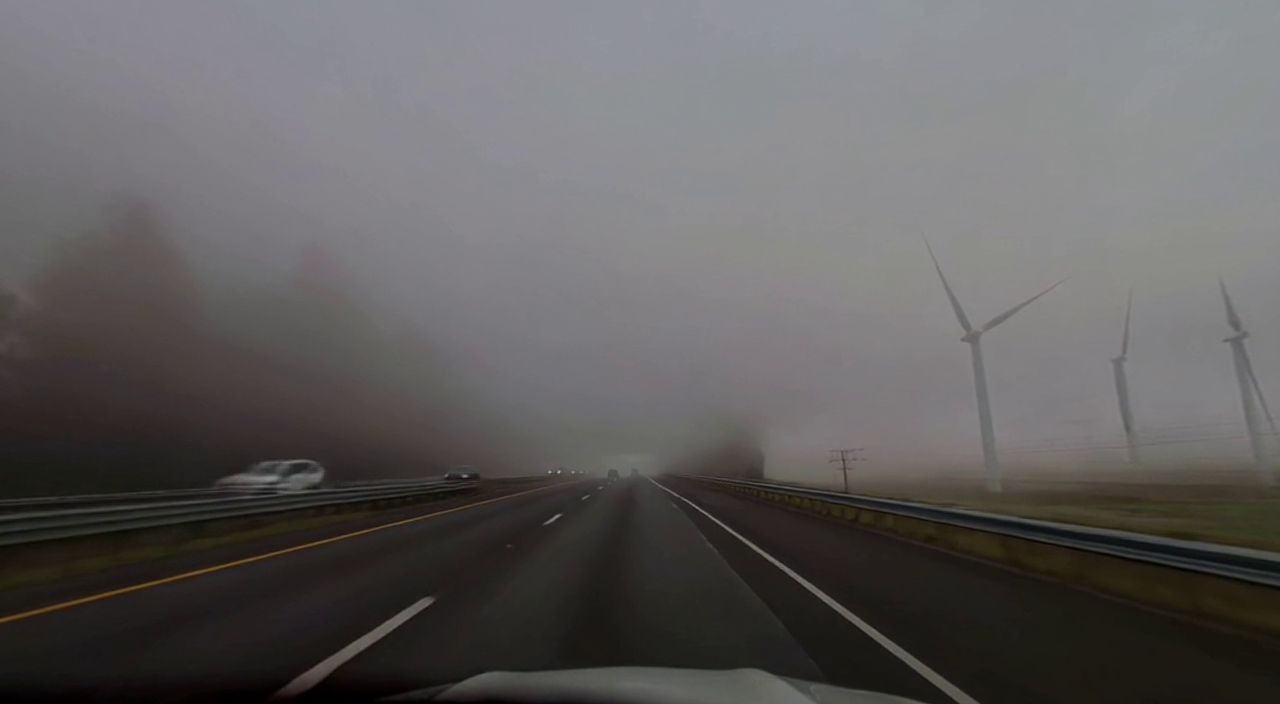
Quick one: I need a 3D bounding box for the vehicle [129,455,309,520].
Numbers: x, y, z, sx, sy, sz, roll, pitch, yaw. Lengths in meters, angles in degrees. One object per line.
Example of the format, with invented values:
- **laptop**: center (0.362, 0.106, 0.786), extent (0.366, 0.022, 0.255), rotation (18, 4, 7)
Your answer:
- **vehicle**: center (-12.088, 3.929, 18.600), extent (2.068, 1.615, 4.594), rotation (1, -11, 0)
